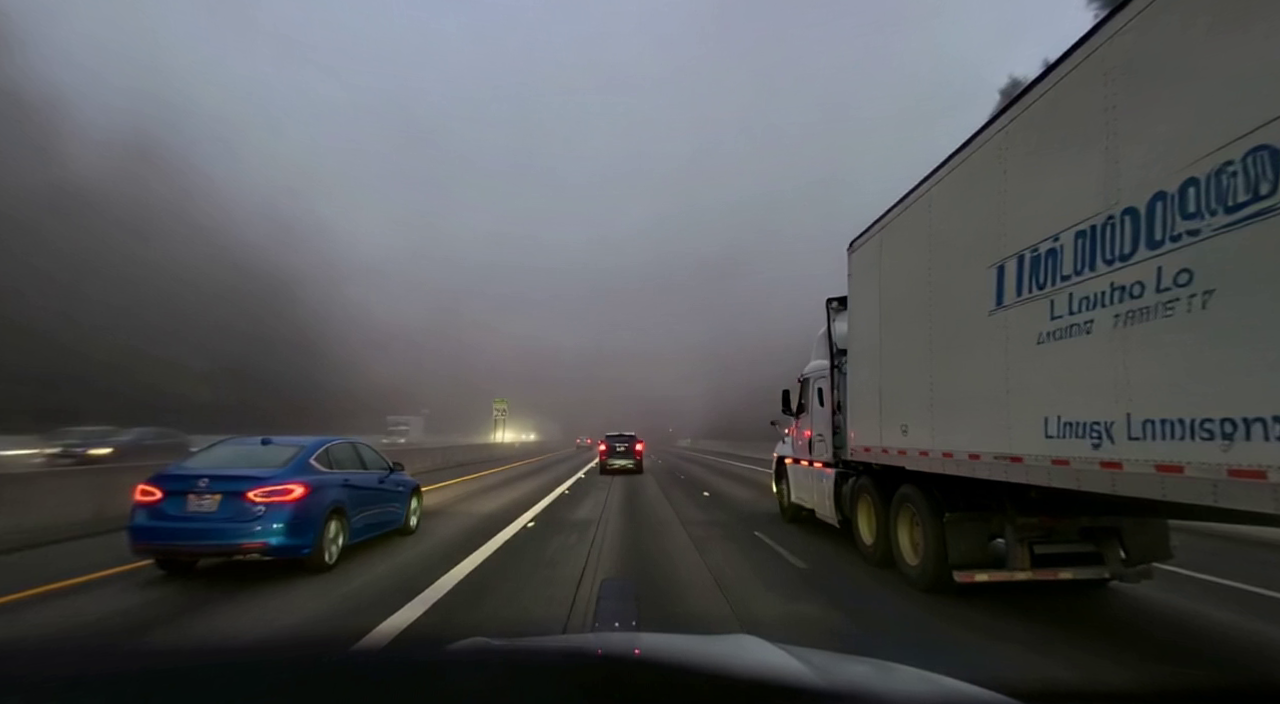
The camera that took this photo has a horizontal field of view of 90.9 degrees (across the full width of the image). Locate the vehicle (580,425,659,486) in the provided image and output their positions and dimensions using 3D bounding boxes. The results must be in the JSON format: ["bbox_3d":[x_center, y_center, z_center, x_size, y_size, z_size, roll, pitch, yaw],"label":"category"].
[{"bbox_3d":[-0.580,2.987,18.571,2.094,1.600,3.666,0,-8,-1],"label":"vehicle"}]

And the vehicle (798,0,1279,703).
[{"bbox_3d":[4.029,-0.288,2.894,2.842,4.108,14.081,0,-8,-1],"label":"vehicle"}]

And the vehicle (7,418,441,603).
[{"bbox_3d":[-3.968,1.544,7.181,2.019,1.435,4.317,0,-8,0],"label":"vehicle"}]
